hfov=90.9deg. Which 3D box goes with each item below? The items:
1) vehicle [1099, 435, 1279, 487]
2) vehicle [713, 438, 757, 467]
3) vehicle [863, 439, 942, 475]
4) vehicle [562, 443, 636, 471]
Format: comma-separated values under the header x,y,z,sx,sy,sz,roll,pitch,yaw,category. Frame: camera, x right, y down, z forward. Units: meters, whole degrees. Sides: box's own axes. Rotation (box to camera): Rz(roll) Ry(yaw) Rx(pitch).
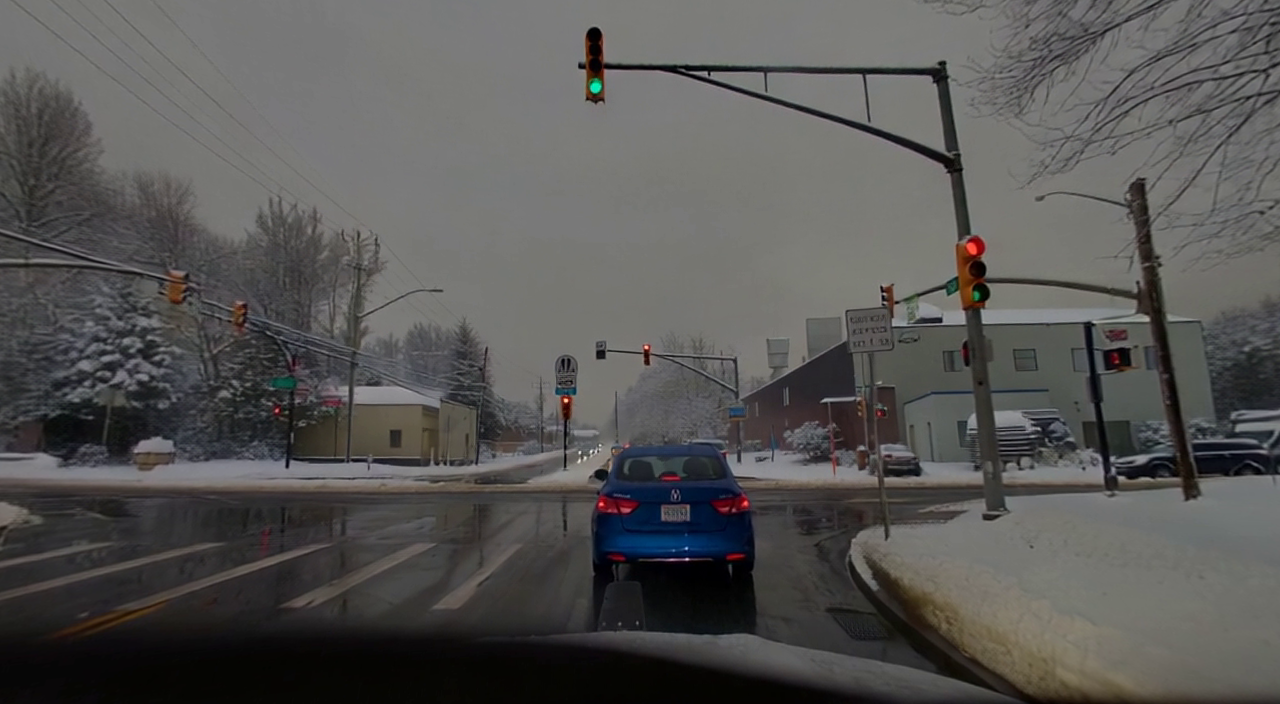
x,y,z,sx,sy,sz,roll,pitch,yaw,category
16.808,3.332,19.421,3.876,1.512,1.784,0,-8,-1,vehicle
6.886,7.292,46.017,1.491,2.041,2.964,6,-10,-34,vehicle
12.422,5.051,30.110,1.922,1.529,3.964,0,-12,-1,vehicle
-2.453,6.201,37.465,3.991,1.526,1.868,-5,-9,31,vehicle
